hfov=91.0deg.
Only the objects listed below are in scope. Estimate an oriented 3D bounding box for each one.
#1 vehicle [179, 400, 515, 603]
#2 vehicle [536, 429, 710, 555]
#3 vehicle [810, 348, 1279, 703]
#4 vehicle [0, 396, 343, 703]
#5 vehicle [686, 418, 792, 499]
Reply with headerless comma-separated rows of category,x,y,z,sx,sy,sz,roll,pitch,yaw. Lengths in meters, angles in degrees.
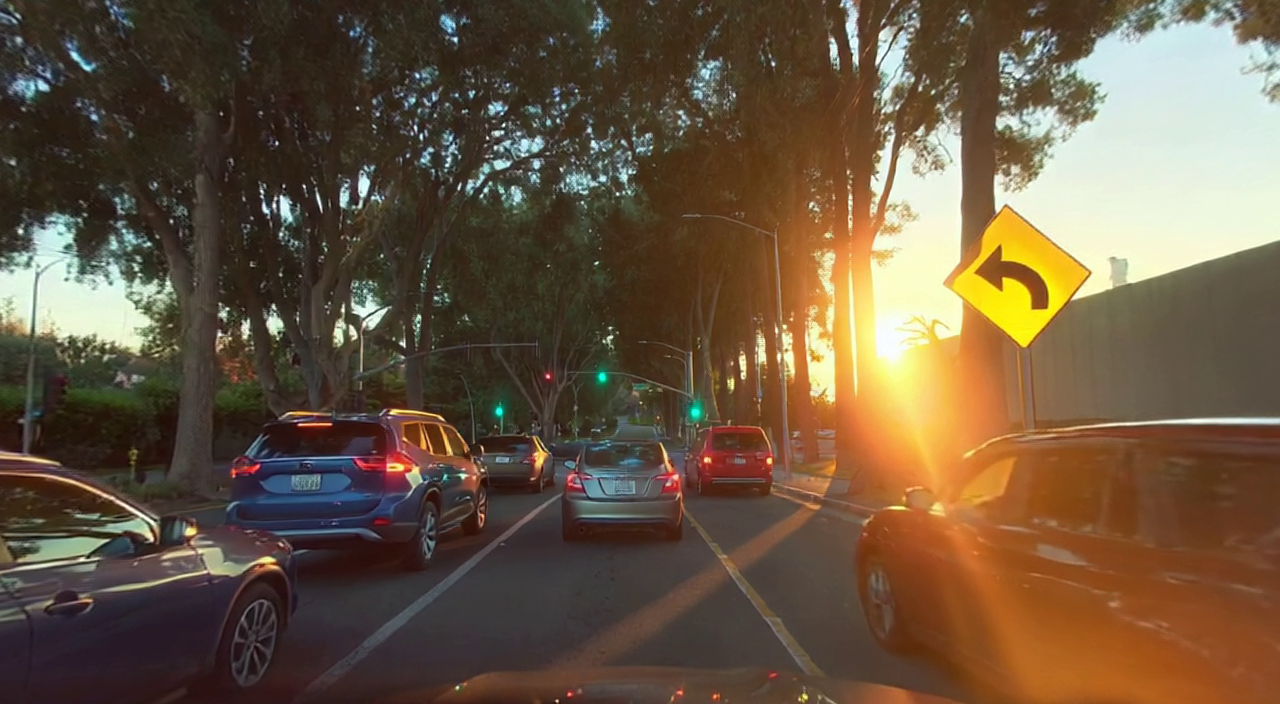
vehicle,-2.893,1.568,7.446,1.964,1.712,4.097,0,-8,0
vehicle,-0.248,1.922,9.344,2.025,1.453,3.848,0,-8,-2
vehicle,2.526,0.974,2.975,2.116,1.497,4.652,0,-8,0
vehicle,-2.925,0.842,1.617,1.974,1.484,4.716,0,-8,1
vehicle,2.456,2.805,16.877,2.059,1.864,4.541,0,-8,-1
